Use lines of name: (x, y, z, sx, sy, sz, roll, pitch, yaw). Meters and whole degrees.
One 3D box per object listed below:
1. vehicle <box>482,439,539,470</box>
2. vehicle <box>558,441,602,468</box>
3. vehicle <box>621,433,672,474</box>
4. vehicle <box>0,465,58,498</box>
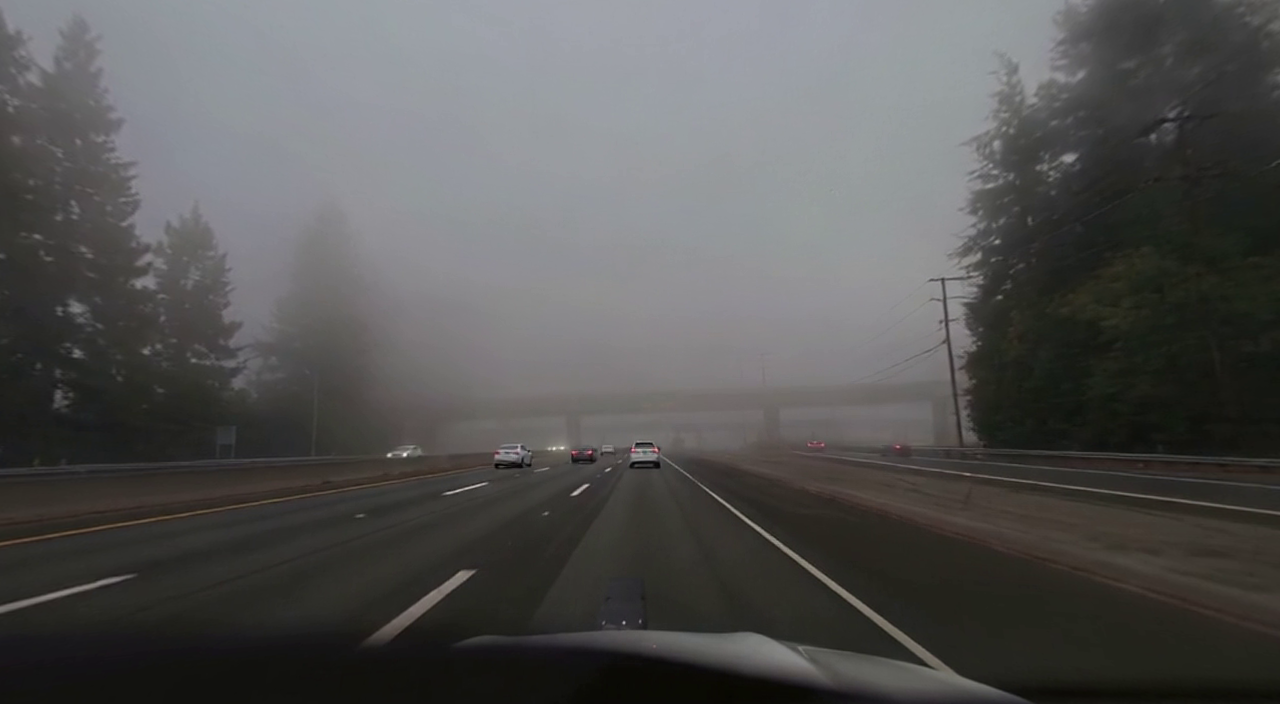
vehicle: (-7.307, 5.831, 36.105, 2.139, 1.653, 4.614, 0, -8, 2)
vehicle: (-3.415, 5.957, 36.895, 2.056, 1.464, 4.564, 0, -8, 1)
vehicle: (0.285, 4.627, 28.905, 2.152, 1.697, 4.066, 0, -8, 0)
vehicle: (-36.467, 7.623, 37.361, 1.916, 1.664, 4.530, 5, -10, -31)
